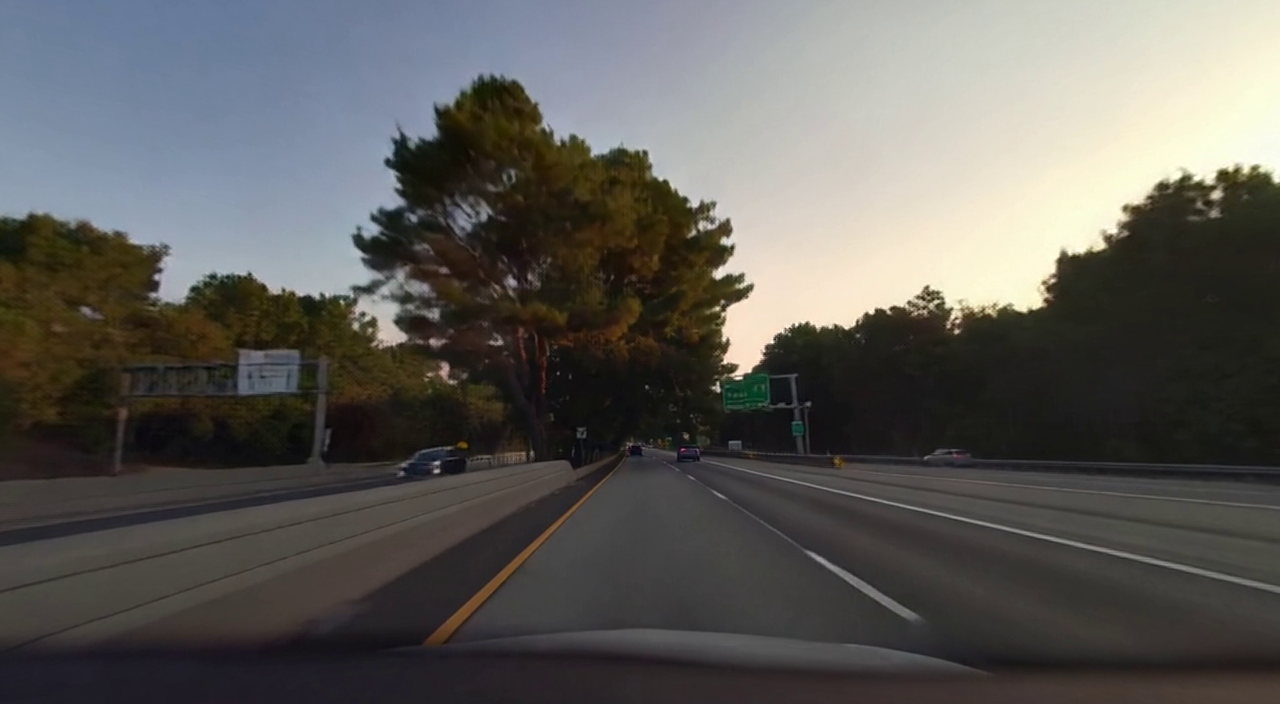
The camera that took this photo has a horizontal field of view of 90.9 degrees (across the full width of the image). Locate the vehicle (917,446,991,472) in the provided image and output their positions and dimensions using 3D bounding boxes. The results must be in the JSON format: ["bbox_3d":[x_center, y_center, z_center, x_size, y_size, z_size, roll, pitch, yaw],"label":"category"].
[{"bbox_3d":[17.586,5.990,35.497,1.926,1.386,3.719,1,-9,-6],"label":"vehicle"}]

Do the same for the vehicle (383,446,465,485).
[{"bbox_3d":[-9.443,4.969,27.961,2.090,1.571,4.252,0,-9,0],"label":"vehicle"}]
